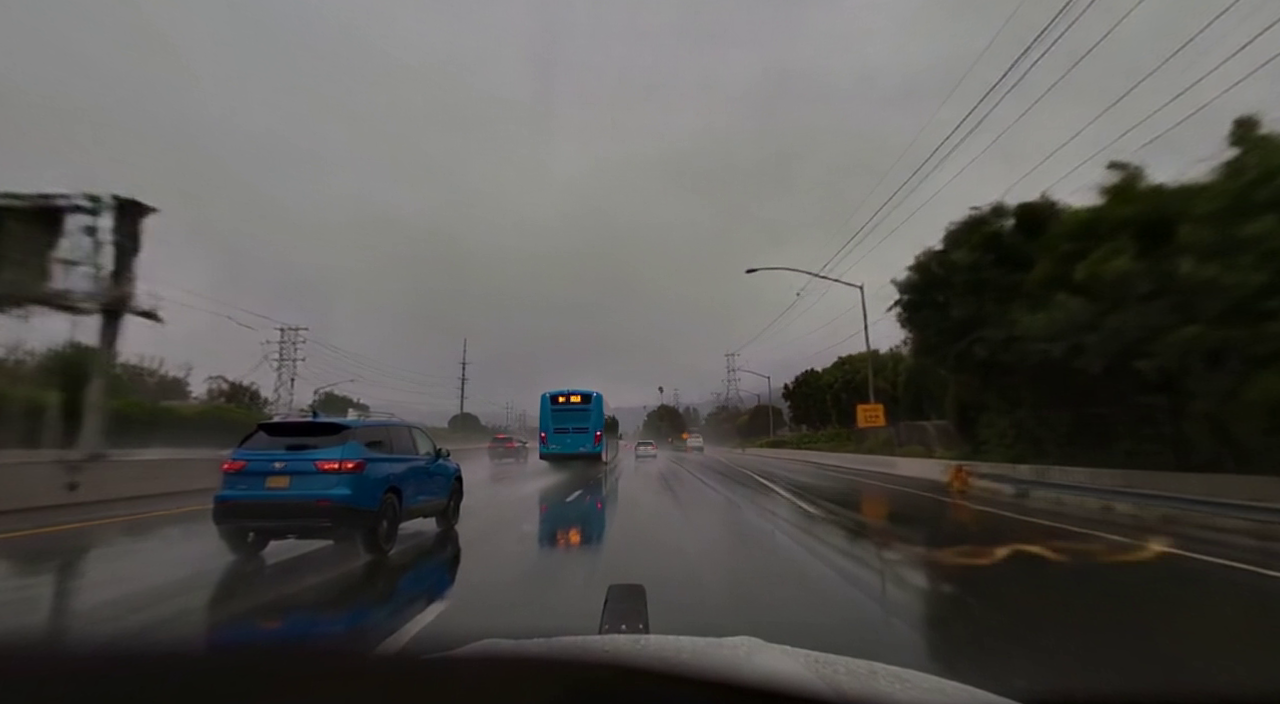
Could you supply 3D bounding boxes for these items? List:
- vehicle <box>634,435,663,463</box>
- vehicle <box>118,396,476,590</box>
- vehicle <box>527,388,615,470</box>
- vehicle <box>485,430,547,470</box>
[{"bbox_3d":[0.629,7.302,47.683,2.083,2.001,4.782,0,-8,0],"label":"vehicle"},{"bbox_3d":[-3.661,1.586,7.871,2.021,1.730,4.223,0,-8,1],"label":"vehicle"},{"bbox_3d":[-3.423,4.463,34.999,3.382,3.712,11.766,1,-9,1],"label":"vehicle"},{"bbox_3d":[-6.944,5.585,36.079,2.282,2.116,6.030,0,-8,1],"label":"vehicle"}]
